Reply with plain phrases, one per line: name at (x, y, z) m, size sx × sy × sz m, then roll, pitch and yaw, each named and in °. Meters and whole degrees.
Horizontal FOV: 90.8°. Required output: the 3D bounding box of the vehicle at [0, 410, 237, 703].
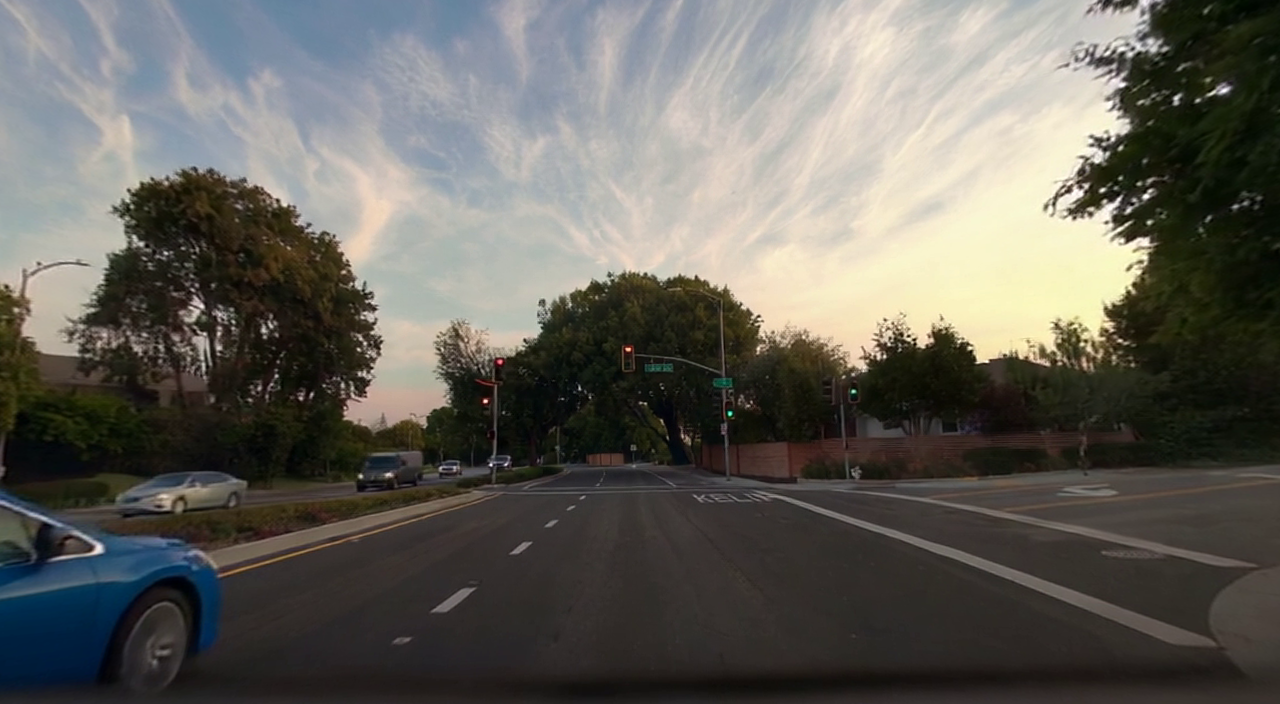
vehicle at (-3.672, 0.891, 1.852) m, size 1.980 × 1.508 × 4.502 m, roll 0°, pitch -9°, yaw 0°

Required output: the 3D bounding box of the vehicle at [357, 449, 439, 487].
vehicle at (-13.318, 6.392, 35.284) m, size 2.301 × 1.921 × 5.793 m, roll 0°, pitch -9°, yaw 0°
